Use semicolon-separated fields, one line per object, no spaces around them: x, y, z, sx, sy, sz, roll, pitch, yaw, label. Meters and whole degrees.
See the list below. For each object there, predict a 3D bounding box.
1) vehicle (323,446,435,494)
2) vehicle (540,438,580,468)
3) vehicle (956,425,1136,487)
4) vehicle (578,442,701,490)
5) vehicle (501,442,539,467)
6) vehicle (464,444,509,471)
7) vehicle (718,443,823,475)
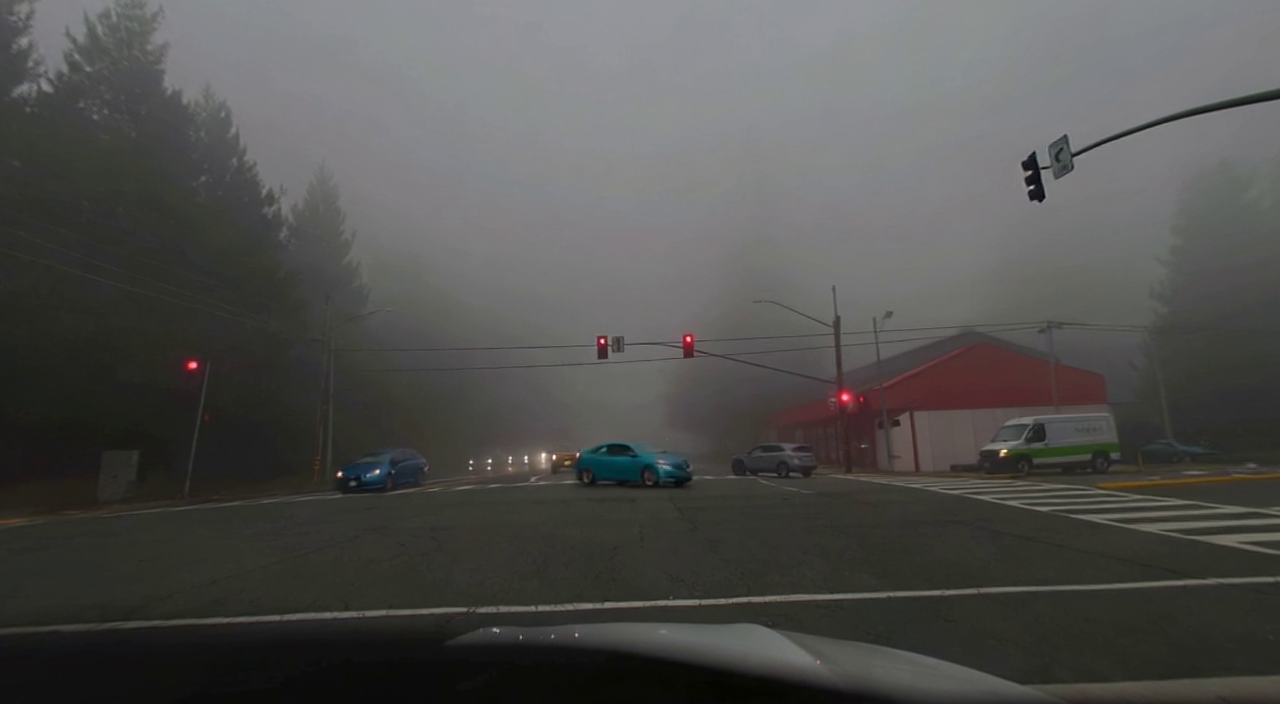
-8.842;4.020;21.907;2.024;1.460;4.381;0;-9;0;vehicle
-4.706;6.024;37.747;1.975;1.642;4.846;0;-9;-3;vehicle
14.851;3.771;23.139;5.910;2.046;2.228;3;-9;-19;vehicle
-0.120;3.727;21.029;1.846;1.416;4.228;7;-11;-38;vehicle
-8.649;7.403;45.872;2.087;1.718;4.700;0;-9;-3;vehicle
-8.931;6.167;37.087;1.779;1.460;4.463;1;-9;-4;vehicle
6.464;5.357;31.774;4.828;1.453;1.919;-9;-12;44;vehicle
